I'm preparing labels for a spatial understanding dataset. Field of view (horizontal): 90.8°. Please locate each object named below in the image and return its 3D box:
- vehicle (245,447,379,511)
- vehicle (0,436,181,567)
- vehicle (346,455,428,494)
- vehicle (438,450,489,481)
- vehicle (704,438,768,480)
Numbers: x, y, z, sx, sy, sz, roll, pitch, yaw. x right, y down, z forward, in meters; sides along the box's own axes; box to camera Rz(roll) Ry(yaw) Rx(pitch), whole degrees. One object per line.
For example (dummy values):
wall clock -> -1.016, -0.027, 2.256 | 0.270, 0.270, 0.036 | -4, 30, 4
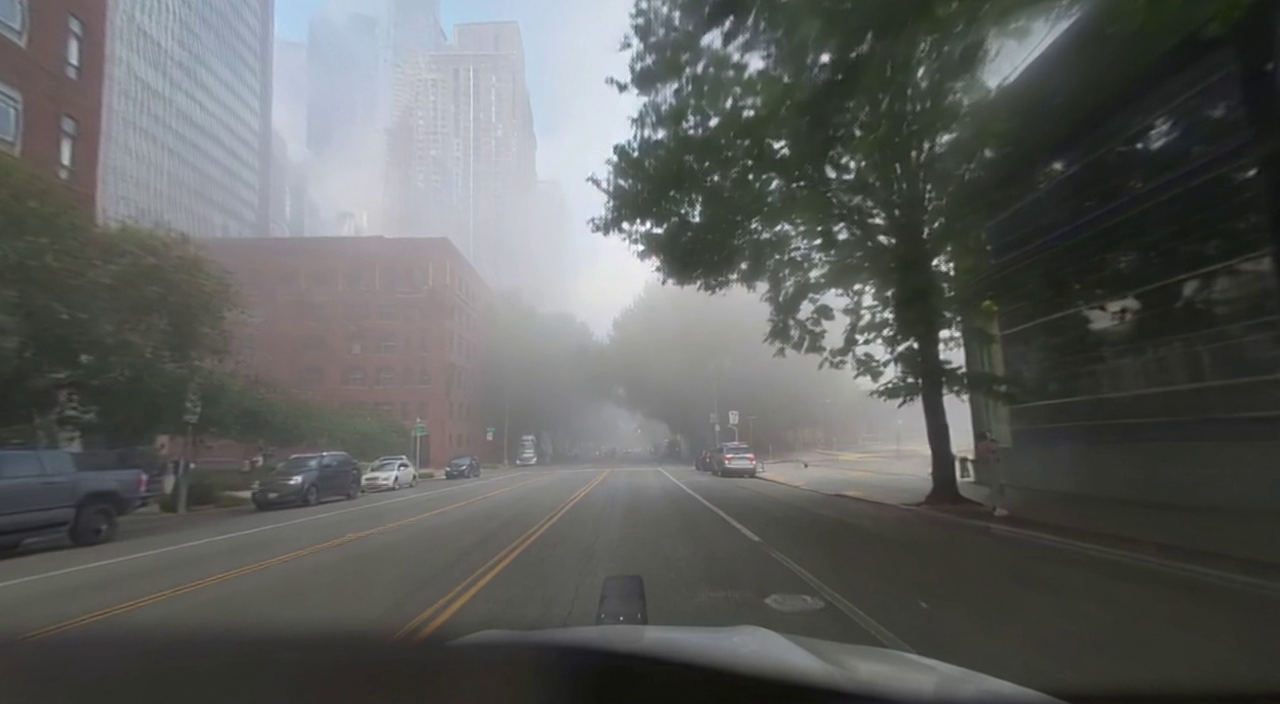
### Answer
vehicle -> -11.335, 4.374, 22.407 | 1.970, 1.828, 5.519 | -3, -9, -2
vehicle -> -10.836, 2.400, 10.010 | 2.574, 1.922, 6.292 | -4, -9, -1
vehicle -> -11.376, 5.532, 28.758 | 2.007, 1.511, 4.280 | -4, -10, 0
vehicle -> -11.261, 7.259, 40.602 | 2.039, 1.770, 4.445 | -3, -10, -1
vehicle -> 4.637, 5.288, 31.423 | 2.237, 1.908, 5.320 | 0, -9, -1
